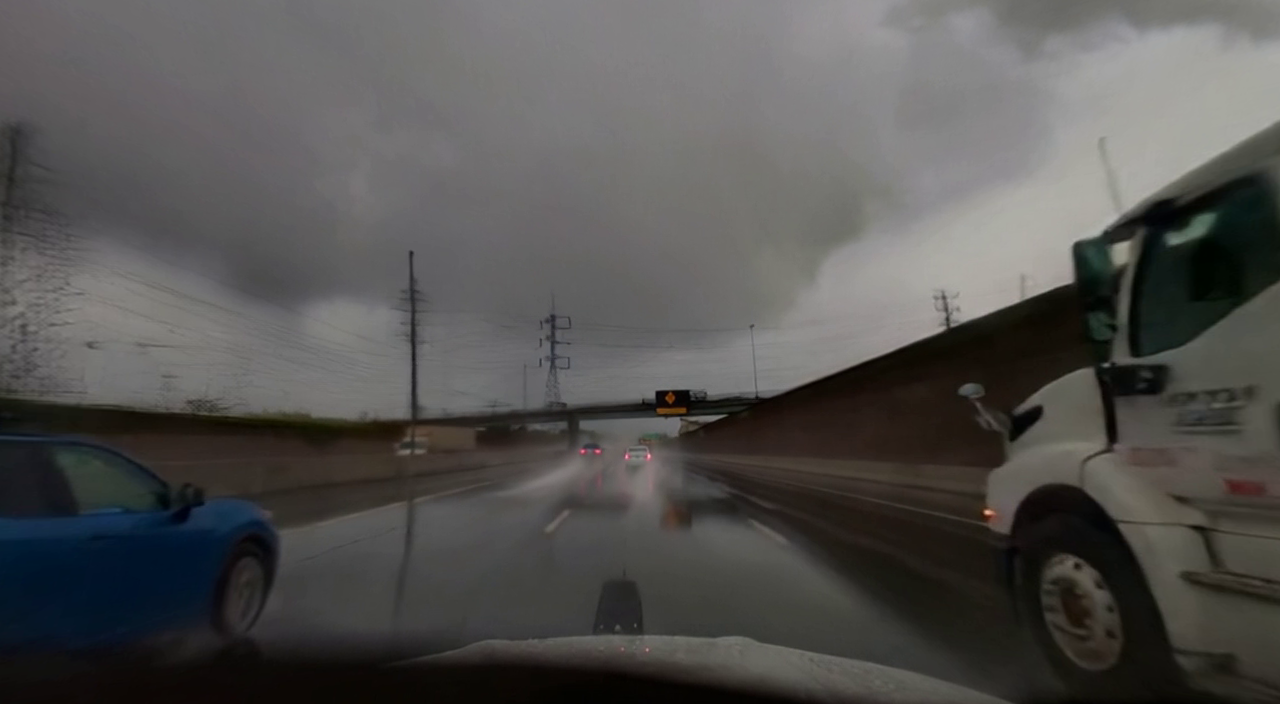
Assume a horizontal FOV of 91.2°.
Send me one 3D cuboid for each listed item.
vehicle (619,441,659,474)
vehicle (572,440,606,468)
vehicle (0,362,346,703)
[{"bbox_3d":[-0.081,5.690,33.895,2.004,1.615,4.113,0,-9,0],"label":"vehicle"},{"bbox_3d":[-3.697,7.490,46.109,2.077,1.884,4.961,0,-9,0],"label":"vehicle"},{"bbox_3d":[-3.242,0.908,2.731,1.987,1.548,3.981,0,-9,0],"label":"vehicle"}]
